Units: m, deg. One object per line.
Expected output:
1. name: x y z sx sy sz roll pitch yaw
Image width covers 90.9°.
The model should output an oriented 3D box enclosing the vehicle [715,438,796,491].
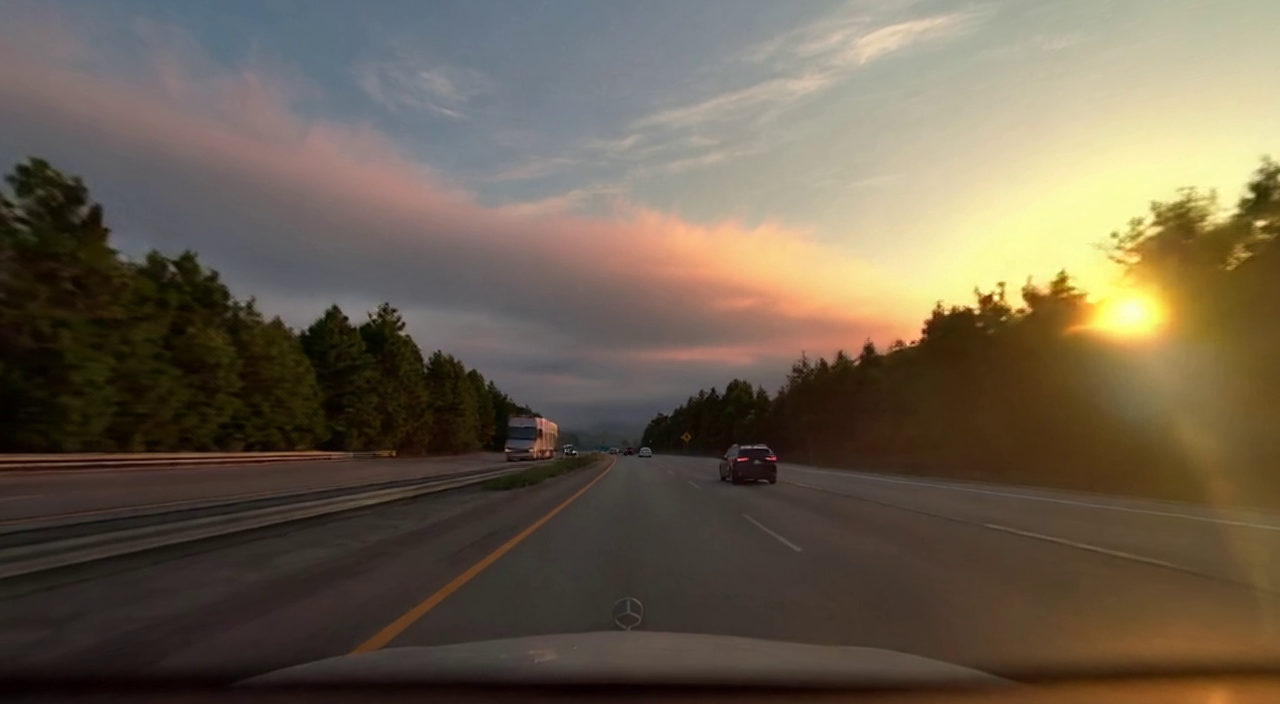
1. vehicle: 3.945 3.911 22.273 1.933 1.663 4.440 0 -9 -1
